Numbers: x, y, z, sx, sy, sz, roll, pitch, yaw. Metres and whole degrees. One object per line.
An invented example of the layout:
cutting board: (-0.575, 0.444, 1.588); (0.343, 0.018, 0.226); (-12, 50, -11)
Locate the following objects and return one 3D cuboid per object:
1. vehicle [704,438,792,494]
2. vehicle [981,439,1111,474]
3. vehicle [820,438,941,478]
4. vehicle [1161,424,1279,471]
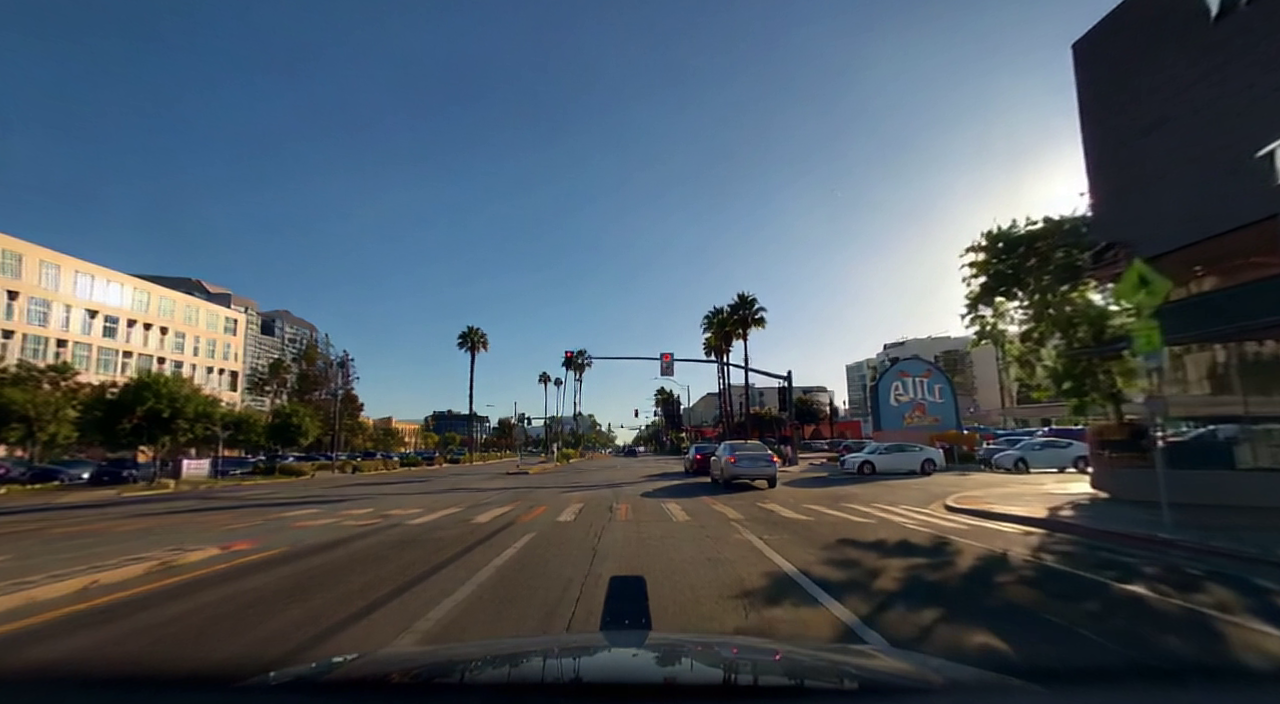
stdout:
vehicle: (3.242, 3.495, 19.760); (1.931, 1.534, 4.126); (0, -8, -1)
vehicle: (18.288, 4.720, 28.541); (4.462, 1.474, 2.083); (0, -8, -1)
vehicle: (10.526, 4.661, 27.888); (4.448, 1.640, 2.160); (0, -8, -1)
vehicle: (27.199, 4.277, 28.093); (5.803, 1.983, 2.284); (0, -9, 1)
